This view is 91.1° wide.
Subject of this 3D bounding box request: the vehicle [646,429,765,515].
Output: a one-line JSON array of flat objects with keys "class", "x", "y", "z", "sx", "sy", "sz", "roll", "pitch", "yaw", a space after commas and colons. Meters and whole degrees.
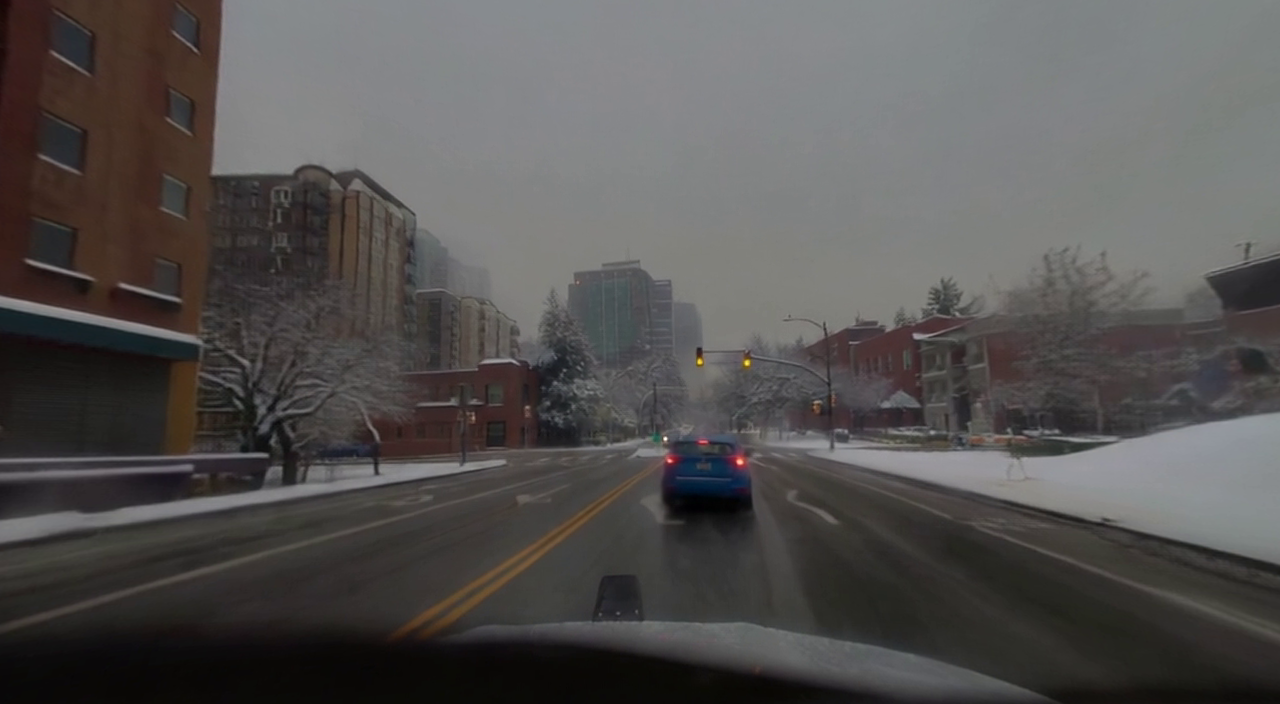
[{"class": "vehicle", "x": 1.234, "y": 2.262, "z": 12.476, "sx": 1.950, "sy": 1.401, "sz": 4.159, "roll": -1, "pitch": -8, "yaw": 5}]
